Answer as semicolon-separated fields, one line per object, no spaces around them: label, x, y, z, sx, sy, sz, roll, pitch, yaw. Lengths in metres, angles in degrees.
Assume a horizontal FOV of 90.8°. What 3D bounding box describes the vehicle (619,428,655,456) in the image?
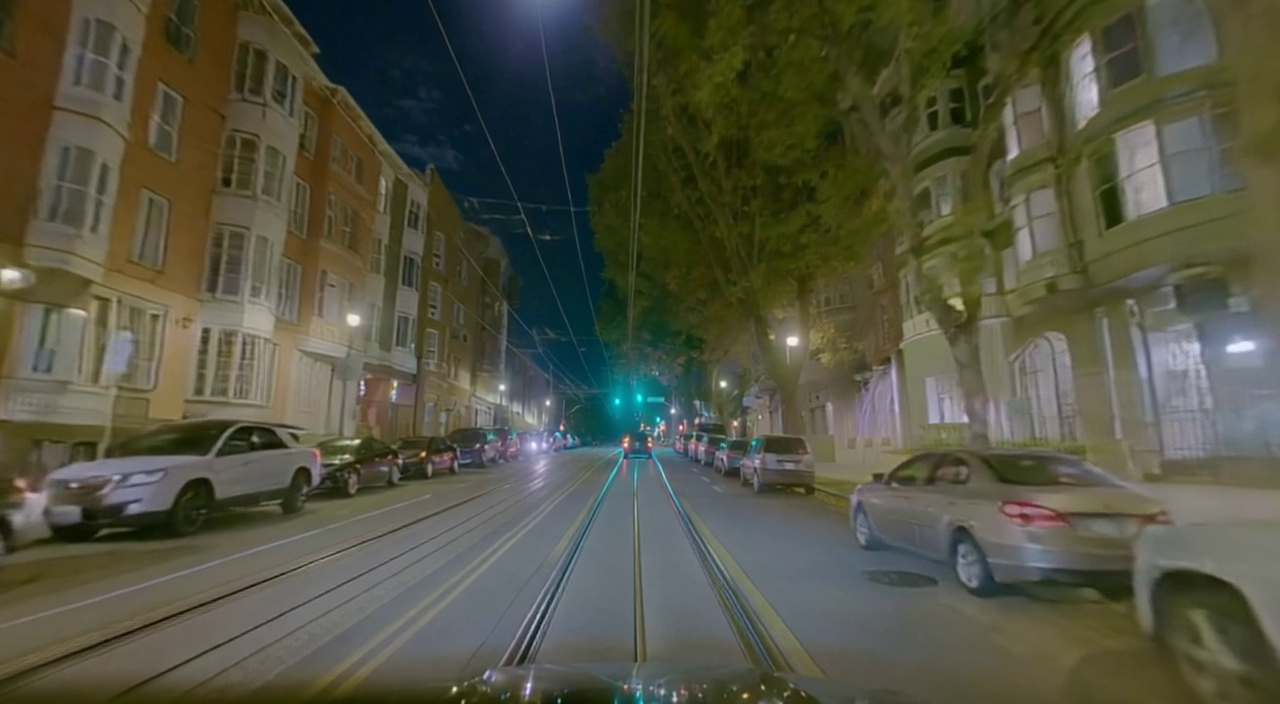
vehicle;-0.199;5.236;36.605;1.984;1.571;3.404;0;-9;-1

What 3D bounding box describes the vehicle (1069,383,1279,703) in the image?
vehicle;3.935;0.896;2.182;1.929;1.723;4.134;0;-9;0

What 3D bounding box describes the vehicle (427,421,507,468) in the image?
vehicle;-7.305;4.024;27.330;2.049;1.821;5.066;0;-9;0

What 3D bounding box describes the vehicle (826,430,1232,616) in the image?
vehicle;3.798;1.708;7.270;1.838;1.475;4.163;0;-9;-3

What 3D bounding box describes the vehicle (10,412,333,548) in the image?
vehicle;-7.352;1.995;10.720;1.861;1.751;4.550;1;-7;2

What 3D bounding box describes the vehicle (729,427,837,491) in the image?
vehicle;3.838;2.973;17.736;1.890;1.559;4.281;0;-9;-2

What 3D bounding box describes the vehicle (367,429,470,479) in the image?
vehicle;-7.389;3.483;21.622;1.833;1.477;4.851;0;-9;-1

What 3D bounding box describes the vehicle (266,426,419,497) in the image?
vehicle;-7.342;2.816;16.174;1.756;1.492;4.426;2;-10;-1
